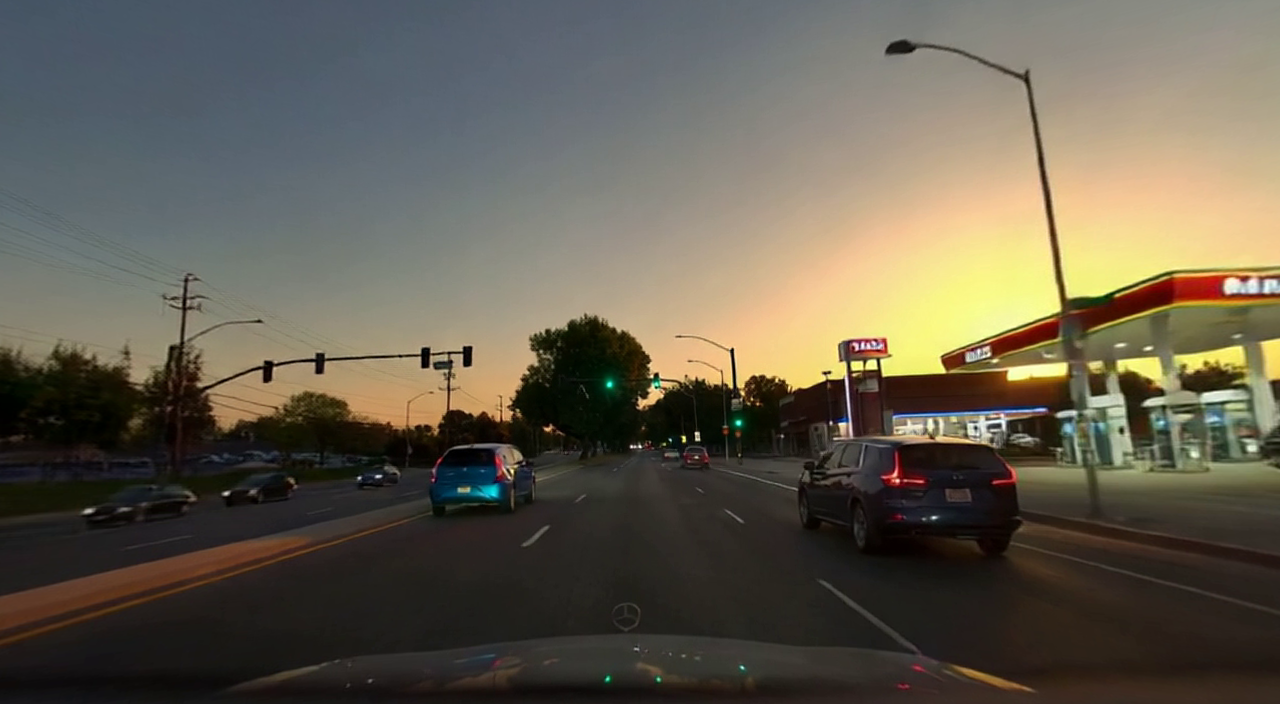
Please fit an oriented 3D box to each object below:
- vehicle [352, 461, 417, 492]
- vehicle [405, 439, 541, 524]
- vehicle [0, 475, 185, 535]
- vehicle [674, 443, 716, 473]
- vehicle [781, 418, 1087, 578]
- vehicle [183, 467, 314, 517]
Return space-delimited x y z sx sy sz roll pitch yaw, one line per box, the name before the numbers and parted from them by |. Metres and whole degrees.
vehicle | -14.039 6.869 34.988 1.833 1.476 4.117 -1 -8 1
vehicle | -3.571 2.814 14.327 1.935 1.617 4.045 0 -8 1
vehicle | -17.679 4.923 20.776 1.968 1.476 4.598 0 -8 0
vehicle | 3.320 6.494 38.978 2.066 1.699 4.419 0 -8 -1
vehicle | 3.600 1.868 8.940 2.085 1.655 4.459 0 -8 -1
vehicle | -14.197 5.068 23.286 1.861 1.472 4.543 0 -8 1
